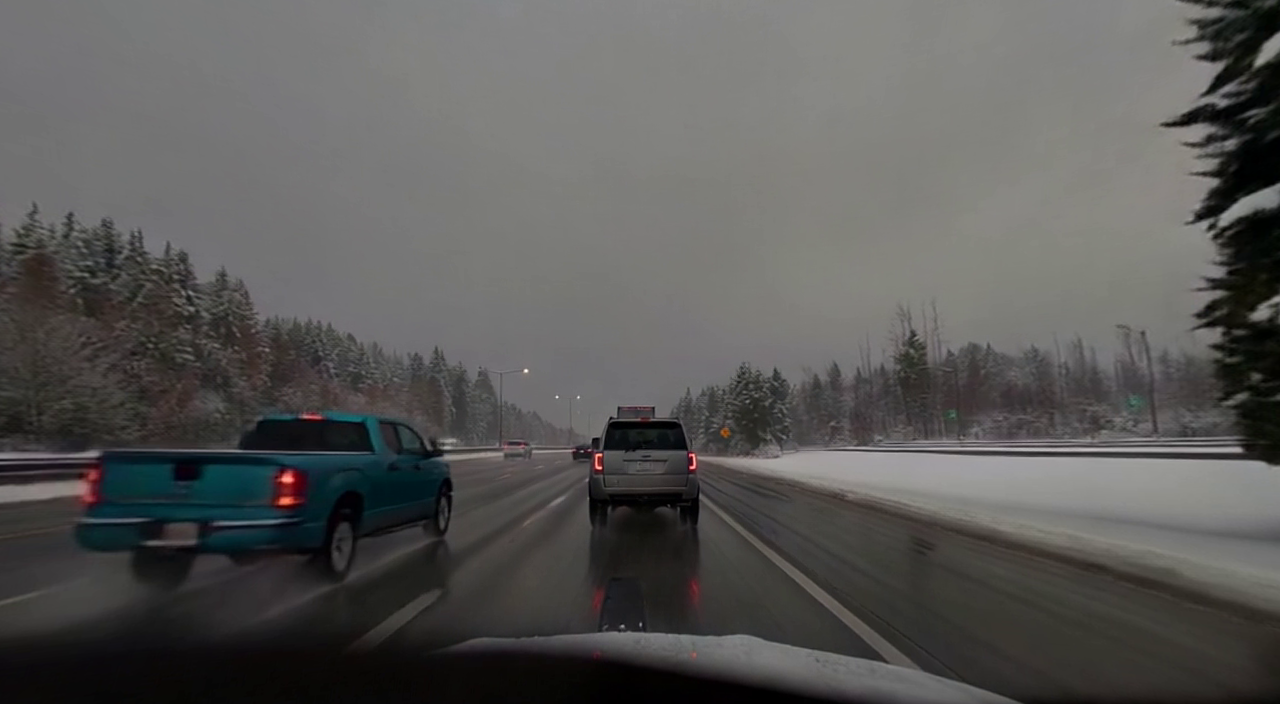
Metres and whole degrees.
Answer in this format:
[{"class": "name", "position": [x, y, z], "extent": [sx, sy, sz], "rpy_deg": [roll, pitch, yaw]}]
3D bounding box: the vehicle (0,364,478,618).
[{"class": "vehicle", "position": [-4.026, 1.481, 7.733], "extent": [2.486, 1.962, 5.525], "rpy_deg": [-1, -8, 2]}]

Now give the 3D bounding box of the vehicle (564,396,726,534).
[{"class": "vehicle", "position": [0.061, 2.018, 11.768], "extent": [2.395, 2.013, 4.734], "rpy_deg": [0, -8, 0]}]
